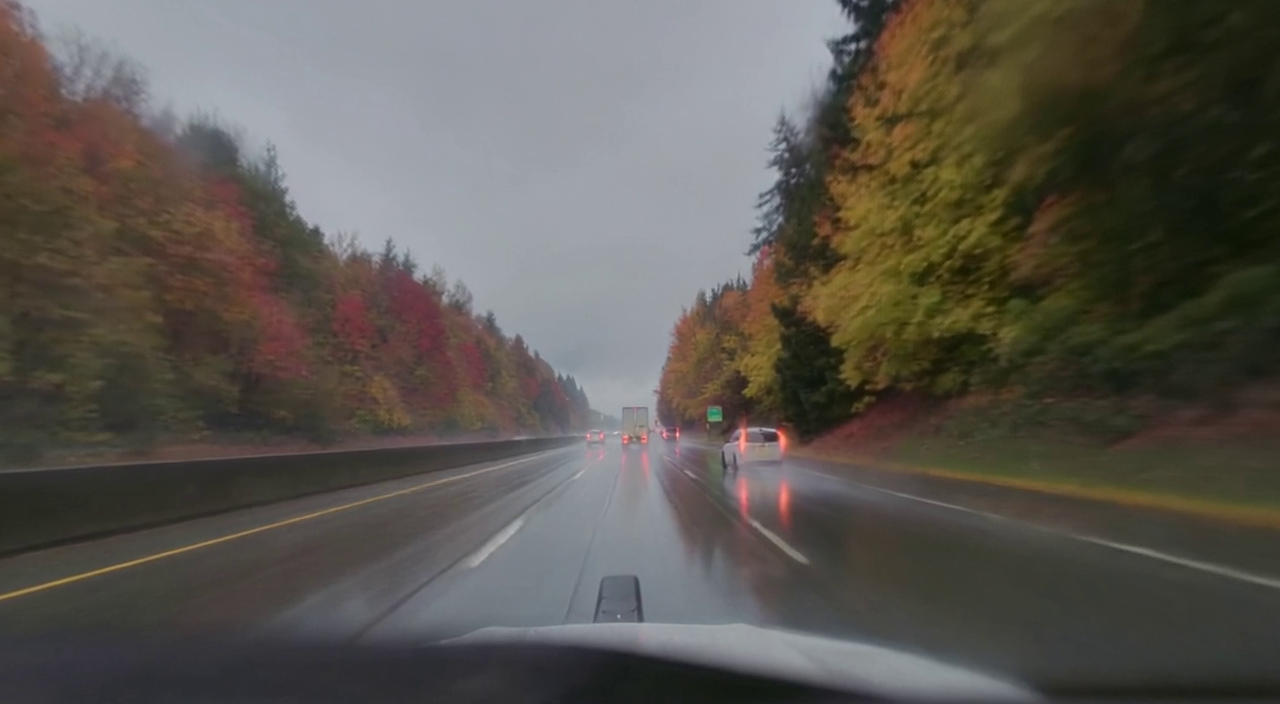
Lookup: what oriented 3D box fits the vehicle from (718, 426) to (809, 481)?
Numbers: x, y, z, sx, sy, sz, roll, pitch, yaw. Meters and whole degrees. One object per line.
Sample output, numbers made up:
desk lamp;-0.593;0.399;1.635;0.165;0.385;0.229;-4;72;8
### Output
vehicle;3.662;3.086;19.421;1.882;1.492;3.958;0;-8;-2
